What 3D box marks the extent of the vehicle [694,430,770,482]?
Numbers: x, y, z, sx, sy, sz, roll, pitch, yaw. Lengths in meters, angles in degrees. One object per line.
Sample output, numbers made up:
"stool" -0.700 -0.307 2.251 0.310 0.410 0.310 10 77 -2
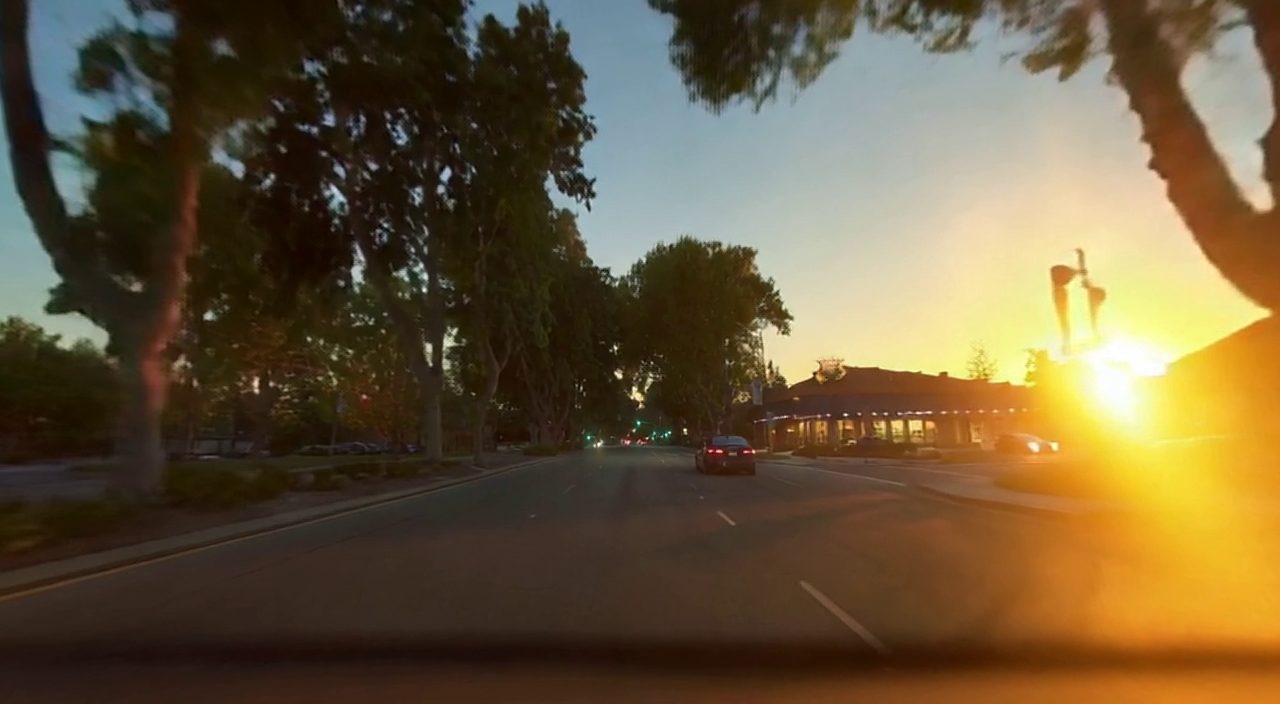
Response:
"vehicle" 3.306 3.805 23.422 2.083 1.743 4.354 0 -8 -1
